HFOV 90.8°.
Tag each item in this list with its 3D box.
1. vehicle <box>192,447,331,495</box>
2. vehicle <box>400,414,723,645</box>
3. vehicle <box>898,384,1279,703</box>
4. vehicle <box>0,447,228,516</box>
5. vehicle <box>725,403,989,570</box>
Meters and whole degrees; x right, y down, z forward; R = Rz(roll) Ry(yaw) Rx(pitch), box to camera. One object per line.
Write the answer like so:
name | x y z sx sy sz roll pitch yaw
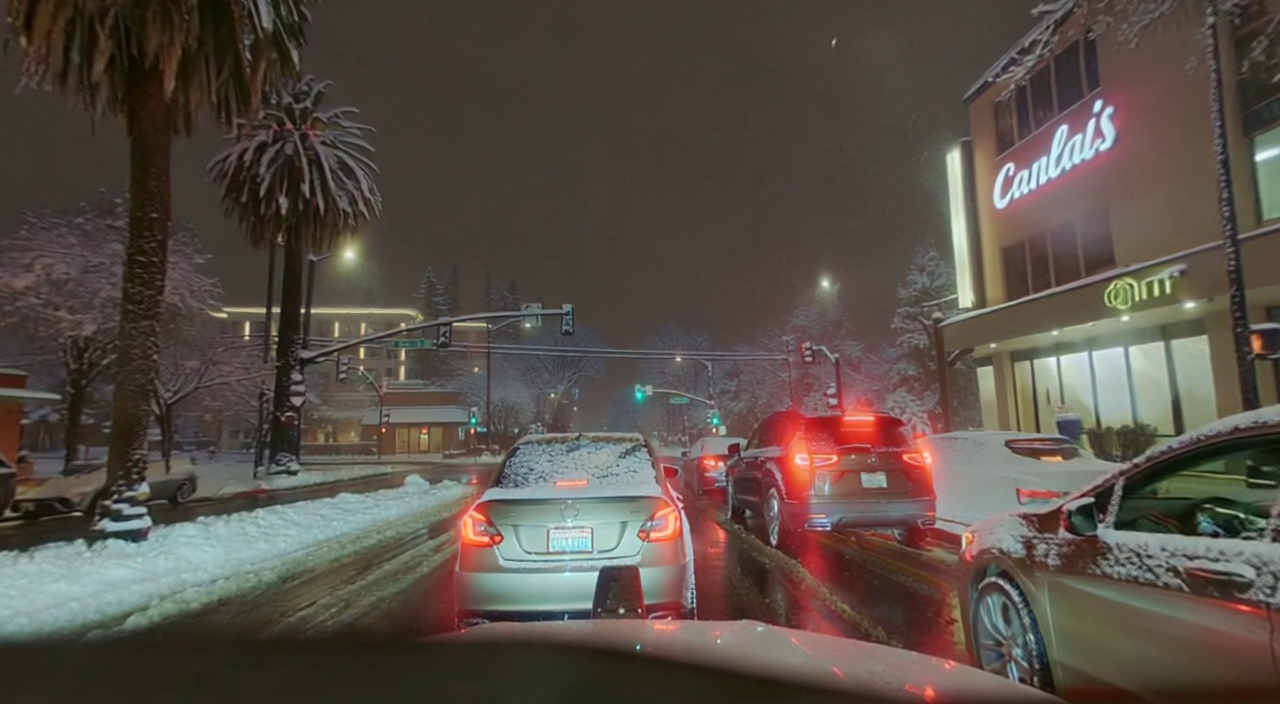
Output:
vehicle | -12.856 4.025 21.881 1.856 1.455 4.700 0 -9 0
vehicle | -0.519 1.468 6.227 2.096 1.492 4.071 0 -9 0
vehicle | 2.619 0.810 1.482 2.085 1.469 4.458 0 -9 -1
vehicle | -12.850 3.135 15.926 1.870 1.475 4.531 0 -9 0
vehicle | 2.641 1.775 9.074 2.096 1.775 4.440 0 -9 -2
